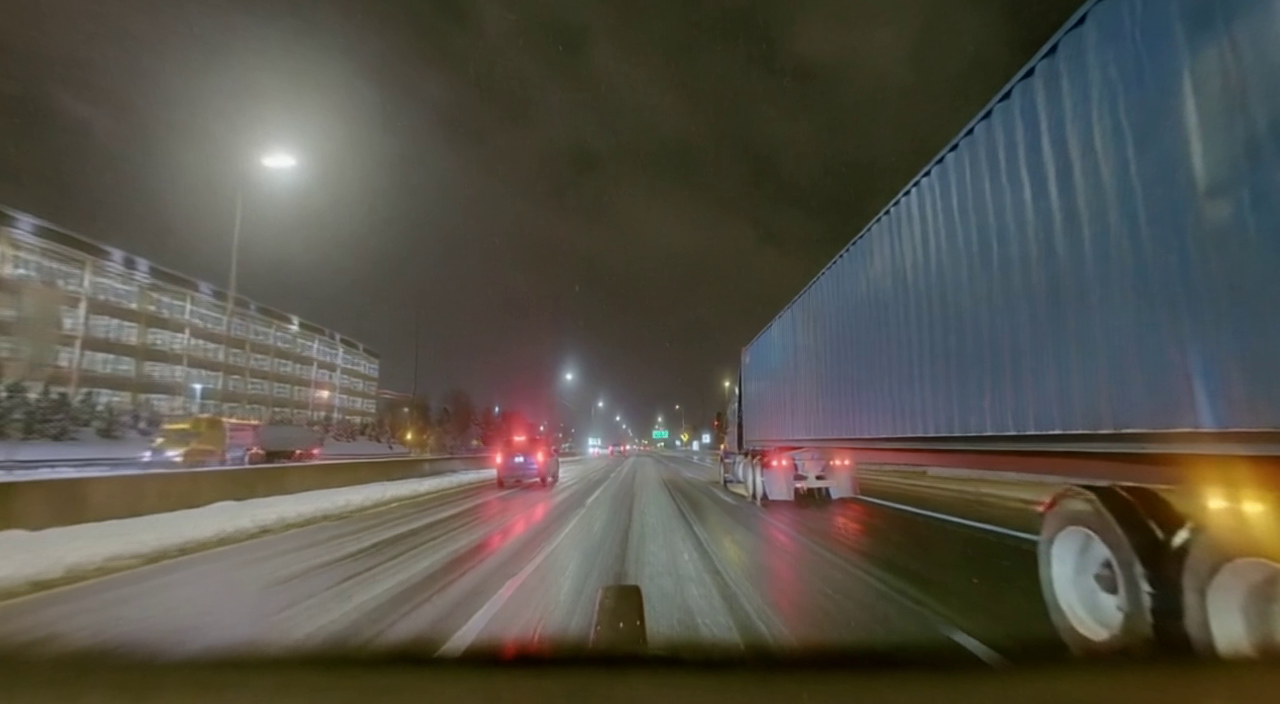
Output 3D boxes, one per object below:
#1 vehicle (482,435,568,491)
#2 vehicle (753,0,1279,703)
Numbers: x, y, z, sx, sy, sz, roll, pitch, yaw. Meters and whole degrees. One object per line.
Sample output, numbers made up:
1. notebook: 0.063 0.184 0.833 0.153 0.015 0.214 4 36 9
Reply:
1. vehicle: -3.475 3.448 19.817 1.954 1.528 4.010 0 -9 0
2. vehicle: 4.068 0.410 8.214 2.893 3.992 13.605 0 -9 1
